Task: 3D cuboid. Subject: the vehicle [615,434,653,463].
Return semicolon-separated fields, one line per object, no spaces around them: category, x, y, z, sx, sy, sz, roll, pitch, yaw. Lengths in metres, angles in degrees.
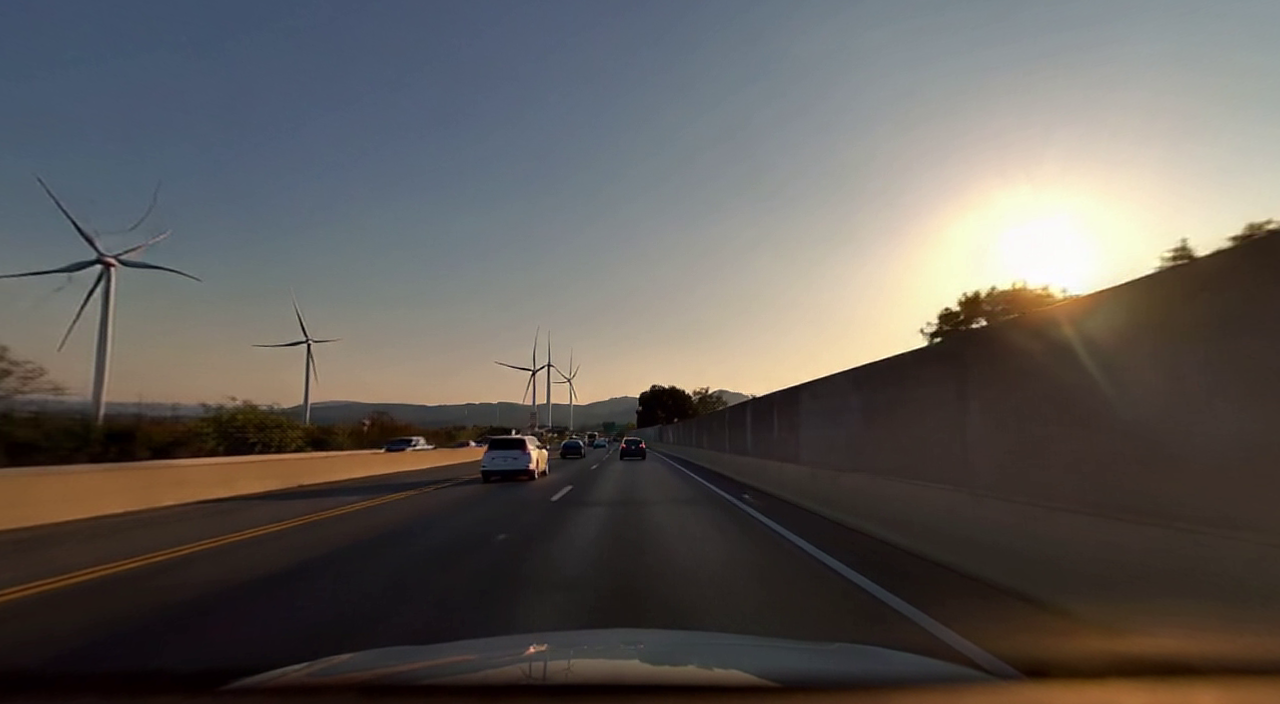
vehicle;-0.376;5.417;35.486;2.027;1.550;3.607;0;-8;-1

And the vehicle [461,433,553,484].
vehicle;-4.215;3.446;20.796;1.998;1.468;4.635;0;-8;0

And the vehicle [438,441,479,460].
vehicle;-14.129;7.683;49.294;2.102;1.424;4.011;0;-8;-1

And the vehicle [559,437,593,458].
vehicle;-4.564;6.873;45.300;2.059;1.436;3.802;0;-8;-1

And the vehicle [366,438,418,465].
vehicle;-18.450;7.370;47.120;2.109;1.898;4.672;0;-8;-1
